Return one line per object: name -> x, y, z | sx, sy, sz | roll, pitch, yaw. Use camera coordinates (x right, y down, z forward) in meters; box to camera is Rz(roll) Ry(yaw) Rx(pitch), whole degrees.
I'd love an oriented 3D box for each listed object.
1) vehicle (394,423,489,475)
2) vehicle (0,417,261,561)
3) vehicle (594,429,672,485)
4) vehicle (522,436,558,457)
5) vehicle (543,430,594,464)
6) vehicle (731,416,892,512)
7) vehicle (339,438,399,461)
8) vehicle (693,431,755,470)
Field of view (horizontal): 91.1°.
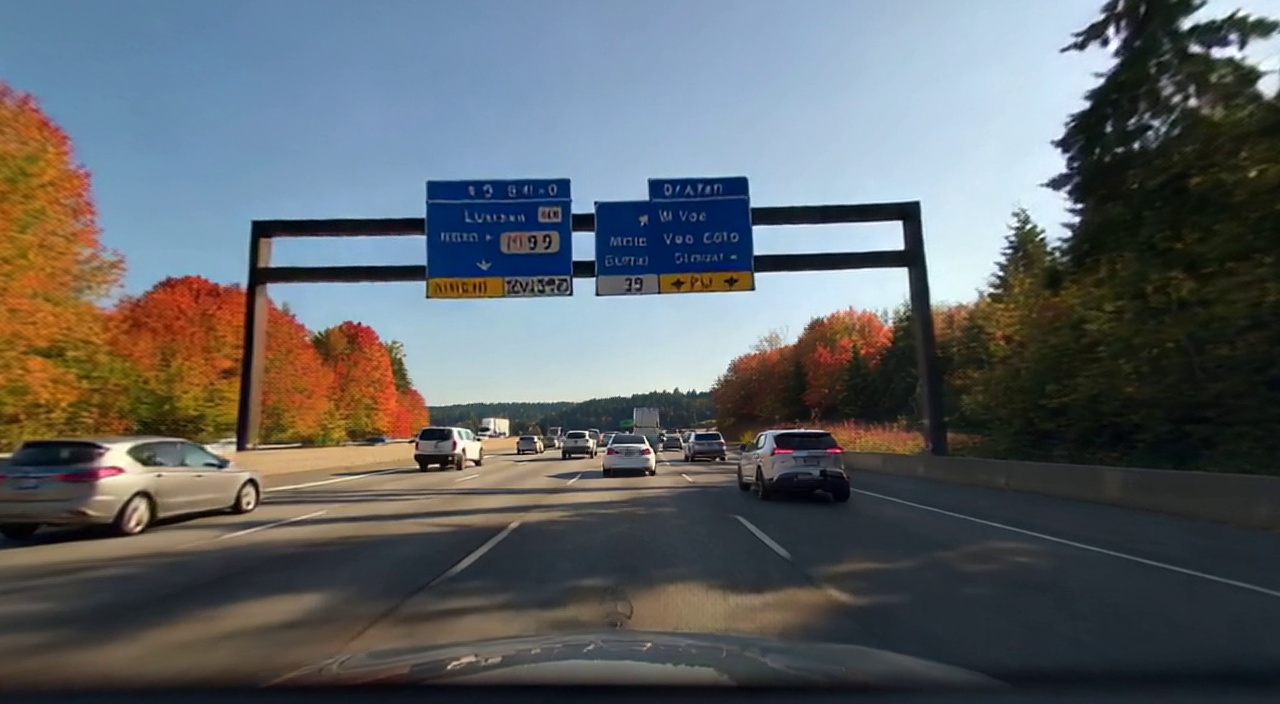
vehicle -> -7.533, 3.728, 24.437 | 2.117, 1.779, 4.745 | 0, -8, 1
vehicle -> -7.489, 1.740, 8.749 | 1.934, 1.526, 3.966 | 0, -8, 0
vehicle -> -0.208, 3.138, 19.177 | 2.111, 1.494, 4.364 | 0, -8, 0
vehicle -> -7.147, 6.776, 45.346 | 1.896, 1.429, 4.348 | 0, -8, 0
vehicle -> -3.626, 4.928, 32.801 | 2.064, 1.672, 4.277 | 0, -8, 1
vehicle -> 3.327, 2.263, 13.250 | 2.095, 1.650, 4.331 | 0, -8, -1
vehicle -> -19.013, 6.851, 44.338 | 1.995, 1.529, 5.004 | 0, -8, 0
vehicle -> 3.447, 4.158, 26.765 | 1.972, 1.516, 4.514 | 0, -8, -1
